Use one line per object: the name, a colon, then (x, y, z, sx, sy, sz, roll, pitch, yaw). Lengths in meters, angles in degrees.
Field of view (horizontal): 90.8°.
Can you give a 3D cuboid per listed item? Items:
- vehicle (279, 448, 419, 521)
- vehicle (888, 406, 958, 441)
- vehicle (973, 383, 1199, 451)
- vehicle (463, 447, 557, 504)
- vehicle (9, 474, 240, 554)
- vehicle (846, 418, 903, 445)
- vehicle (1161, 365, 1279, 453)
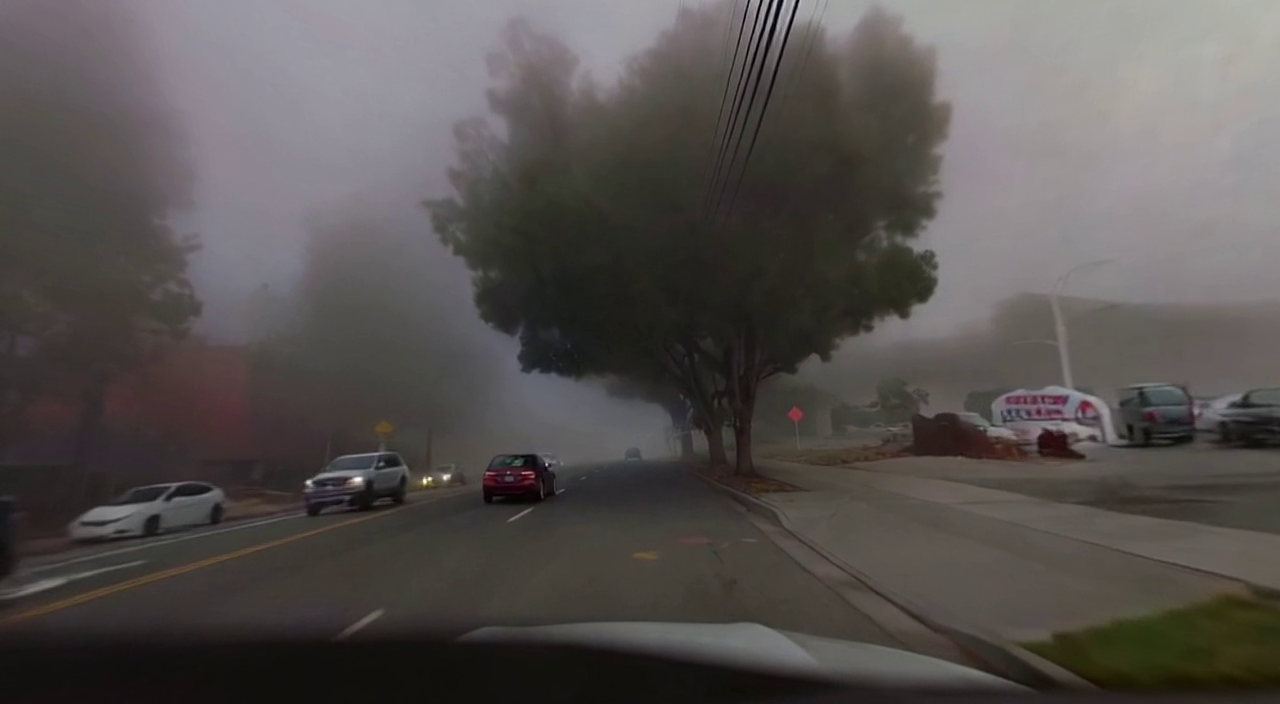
vehicle: (-8.041, 3.639, 17.986, 1.956, 1.751, 4.354, 0, -8, -1)
vehicle: (17.445, 4.504, 39.218, 2.014, 2.048, 4.717, 0, -8, -2)
vehicle: (13.934, 2.120, 20.094, 5.266, 2.021, 2.329, -1, -8, 4)
vehicle: (-3.732, 3.602, 18.950, 1.943, 1.455, 4.414, 0, -8, -1)
vehicle: (-12.395, 3.874, 15.693, 1.935, 1.463, 4.449, 0, -8, 1)
vehicle: (14.388, 4.963, 38.954, 1.835, 1.549, 4.178, 0, -8, -1)
vehicle: (19.737, 1.783, 19.297, 4.982, 2.516, 2.697, -2, -9, 12)
